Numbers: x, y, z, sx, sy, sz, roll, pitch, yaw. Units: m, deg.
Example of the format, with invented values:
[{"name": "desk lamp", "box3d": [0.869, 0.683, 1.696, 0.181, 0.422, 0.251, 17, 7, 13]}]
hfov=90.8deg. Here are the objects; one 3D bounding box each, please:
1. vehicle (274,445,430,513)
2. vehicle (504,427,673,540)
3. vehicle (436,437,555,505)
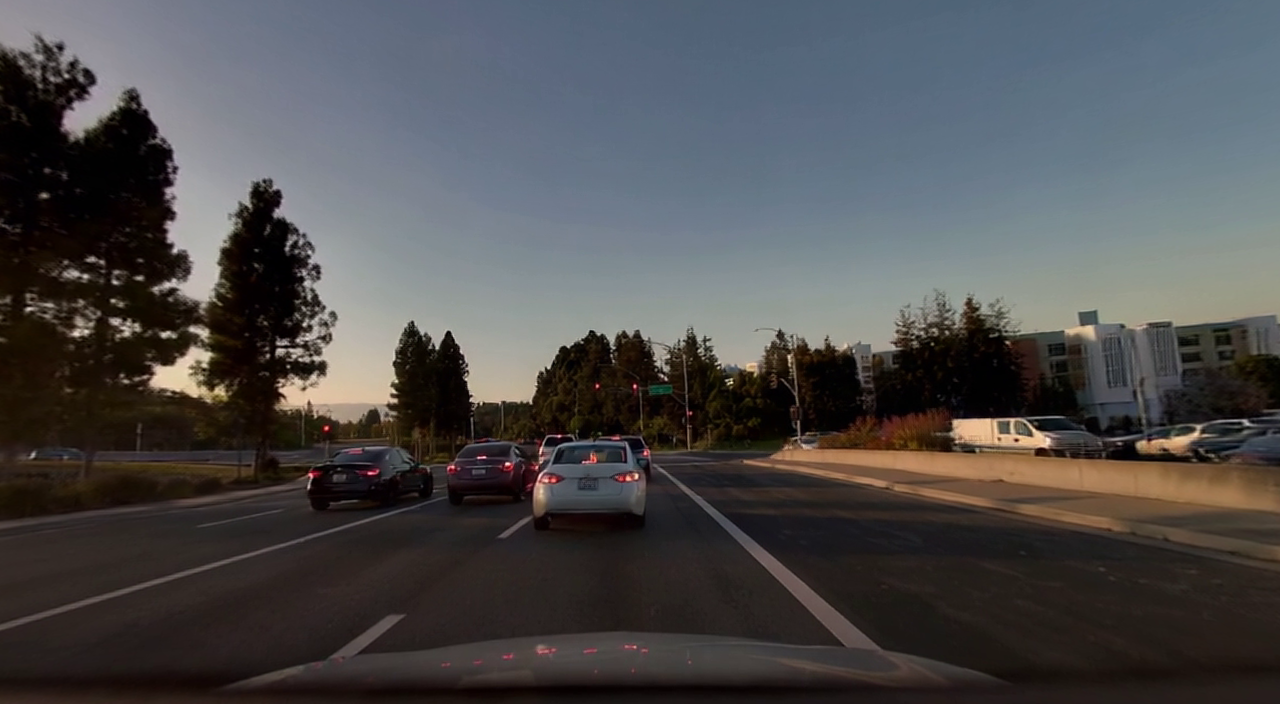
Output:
[{"name": "vehicle", "box3d": [-7.030, 3.111, 16.053, 1.852, 1.458, 4.422, 0, -9, 0]}, {"name": "vehicle", "box3d": [-0.703, 2.075, 10.639, 2.231, 1.481, 4.489, 0, -9, -1]}, {"name": "vehicle", "box3d": [-3.511, 2.979, 16.296, 1.920, 1.480, 4.549, 0, -9, 1]}]
